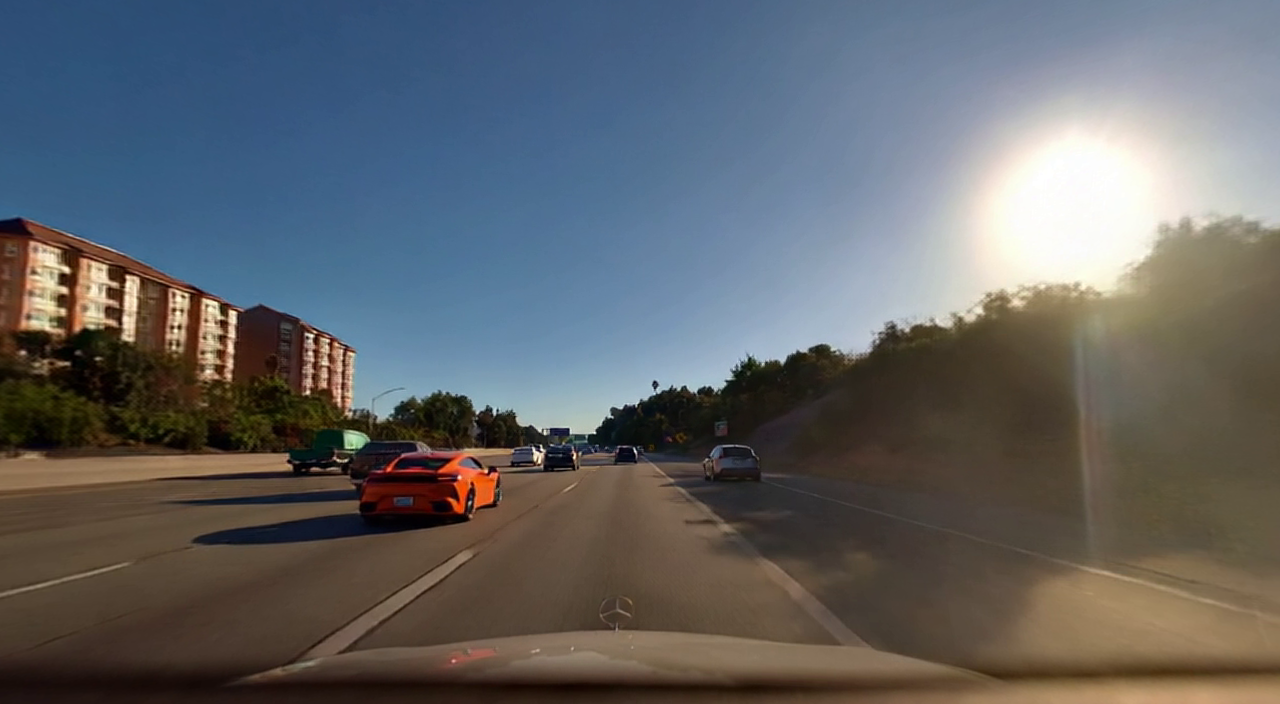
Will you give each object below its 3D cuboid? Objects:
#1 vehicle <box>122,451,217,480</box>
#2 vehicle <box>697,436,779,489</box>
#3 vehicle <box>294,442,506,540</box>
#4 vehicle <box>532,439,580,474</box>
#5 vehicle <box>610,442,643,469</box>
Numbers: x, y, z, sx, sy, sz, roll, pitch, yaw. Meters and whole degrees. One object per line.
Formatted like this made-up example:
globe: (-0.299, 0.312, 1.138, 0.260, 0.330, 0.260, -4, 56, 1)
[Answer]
vehicle: (-26.153, 6.287, 35.352, 1.816, 1.457, 4.598, 0, -8, 0)
vehicle: (3.314, 3.842, 22.314, 2.061, 1.658, 4.417, 0, -8, -2)
vehicle: (-4.027, 2.398, 11.613, 2.124, 1.426, 4.444, 0, -8, 0)
vehicle: (-4.514, 5.645, 34.452, 2.044, 1.774, 4.329, 0, -8, -1)
vehicle: (-0.870, 6.732, 41.218, 2.053, 1.650, 3.945, 0, -8, -1)
